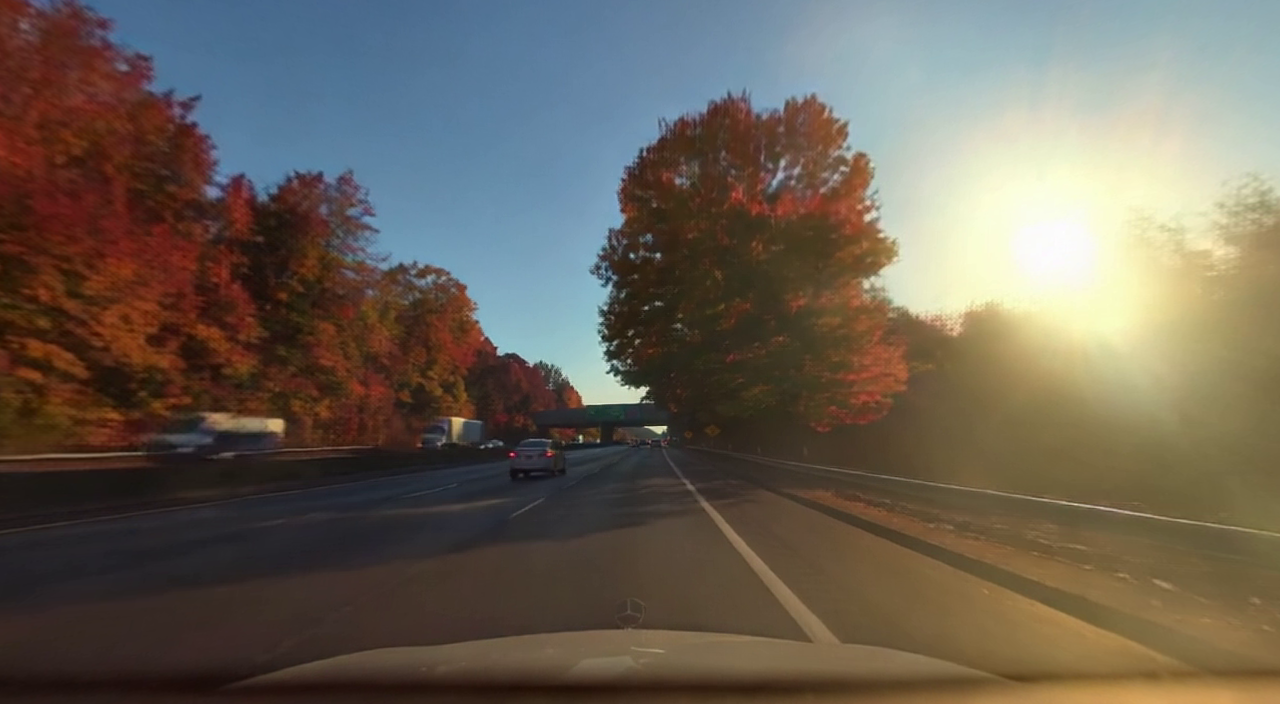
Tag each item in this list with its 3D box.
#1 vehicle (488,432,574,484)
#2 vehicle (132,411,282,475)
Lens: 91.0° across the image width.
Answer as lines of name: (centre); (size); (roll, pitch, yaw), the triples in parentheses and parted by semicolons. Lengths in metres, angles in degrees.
vehicle: (-3.757, 3.750, 22.536); (2.123, 1.643, 4.479); (0, -8, 2)
vehicle: (-22.573, 4.820, 33.426); (2.594, 2.987, 7.320); (0, -8, 1)
